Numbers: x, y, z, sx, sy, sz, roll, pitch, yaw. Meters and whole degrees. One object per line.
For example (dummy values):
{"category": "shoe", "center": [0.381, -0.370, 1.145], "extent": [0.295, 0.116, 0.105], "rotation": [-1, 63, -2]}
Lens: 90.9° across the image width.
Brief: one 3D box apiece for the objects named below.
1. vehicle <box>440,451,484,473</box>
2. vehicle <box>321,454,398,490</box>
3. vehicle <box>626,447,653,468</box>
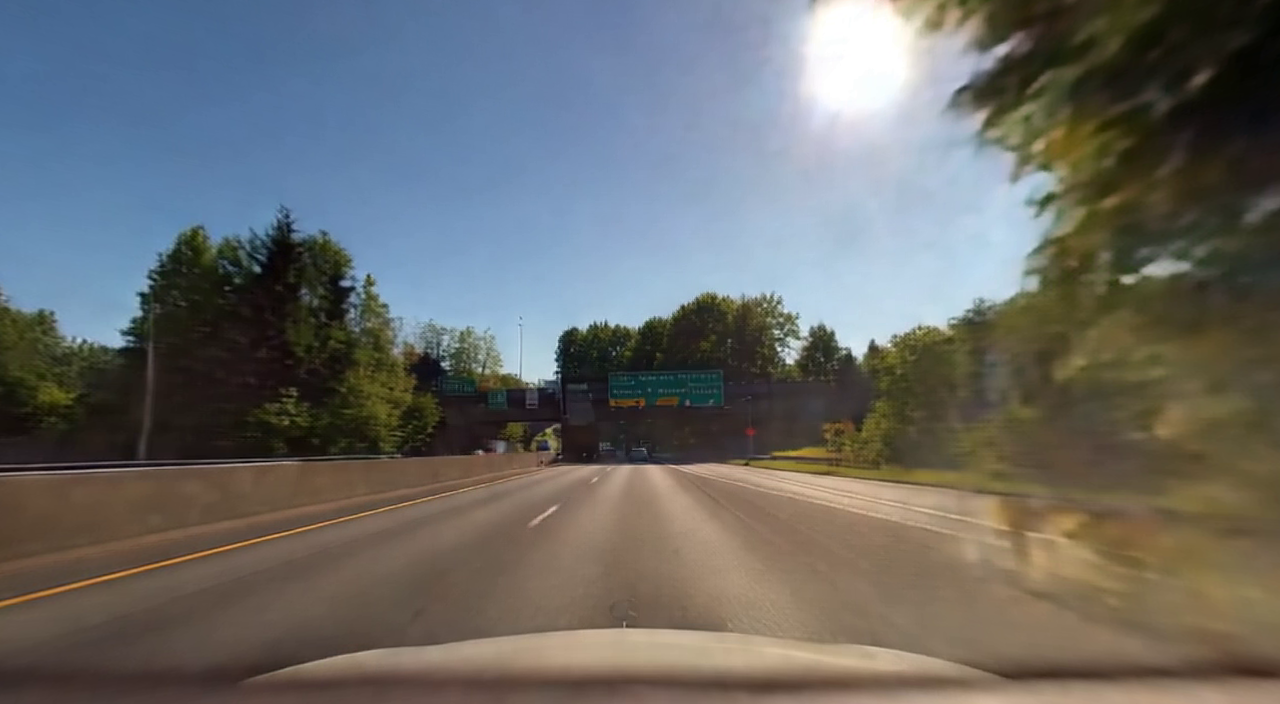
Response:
{"category": "vehicle", "center": [-12.461, 7.698, 44.391], "extent": [1.829, 1.472, 4.158], "rotation": [0, -9, 1]}
{"category": "vehicle", "center": [-12.302, 5.266, 27.888], "extent": [1.764, 1.417, 3.582], "rotation": [0, -9, 0]}
{"category": "vehicle", "center": [-0.016, 7.595, 45.430], "extent": [1.860, 1.473, 3.689], "rotation": [0, -9, 1]}
